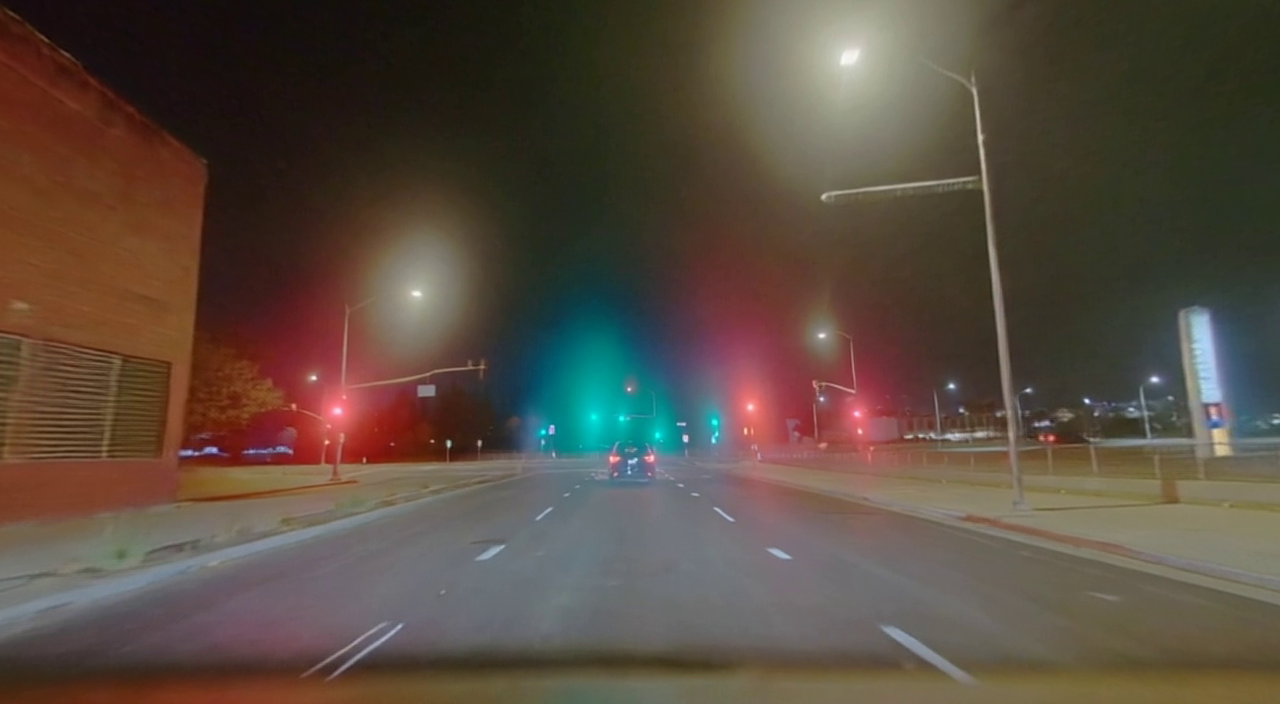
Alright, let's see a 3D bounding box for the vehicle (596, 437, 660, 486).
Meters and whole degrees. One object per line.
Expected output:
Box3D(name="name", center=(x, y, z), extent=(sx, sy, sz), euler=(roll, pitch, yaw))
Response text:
Box3D(name="vehicle", center=(-0.459, 4.132, 24.158), extent=(2.218, 1.657, 4.551), euler=(0, -9, -1))
